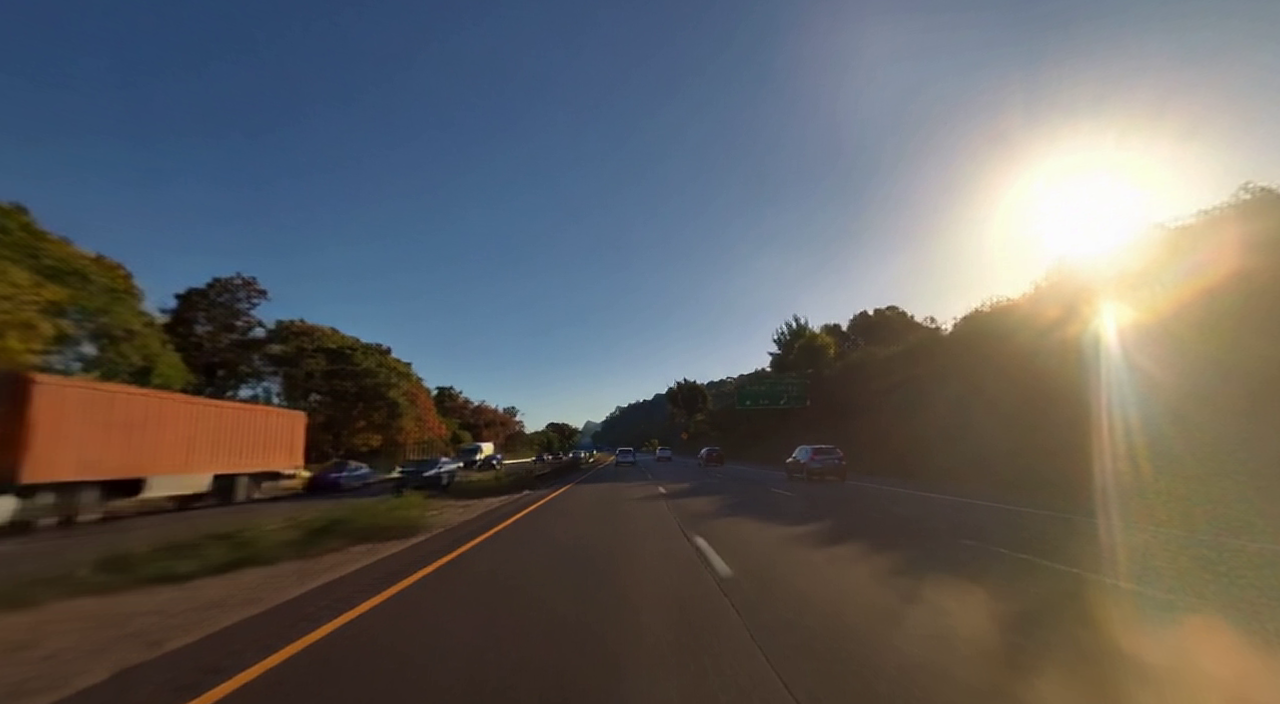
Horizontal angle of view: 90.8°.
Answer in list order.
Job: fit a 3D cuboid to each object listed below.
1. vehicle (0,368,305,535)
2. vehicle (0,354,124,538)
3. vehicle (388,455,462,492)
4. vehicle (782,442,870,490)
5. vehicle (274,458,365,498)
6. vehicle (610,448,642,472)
[{"bbox_3d":[-16.999,3.476,22.193,2.933,4.011,13.984,0,-9,-1],"label":"vehicle"},{"bbox_3d":[-16.854,2.291,15.322,3.339,4.325,5.934,0,-9,-1],"label":"vehicle"},{"bbox_3d":[-9.348,5.275,27.759,1.871,1.472,3.866,0,-9,0],"label":"vehicle"},{"bbox_3d":[6.681,4.135,23.158,1.903,1.566,3.866,0,-9,-2],"label":"vehicle"},{"bbox_3d":[-13.779,5.421,27.421,1.807,1.535,4.105,0,-9,-1],"label":"vehicle"},{"bbox_3d":[-0.935,7.339,42.927,2.021,1.507,4.272,0,-9,-1],"label":"vehicle"}]
